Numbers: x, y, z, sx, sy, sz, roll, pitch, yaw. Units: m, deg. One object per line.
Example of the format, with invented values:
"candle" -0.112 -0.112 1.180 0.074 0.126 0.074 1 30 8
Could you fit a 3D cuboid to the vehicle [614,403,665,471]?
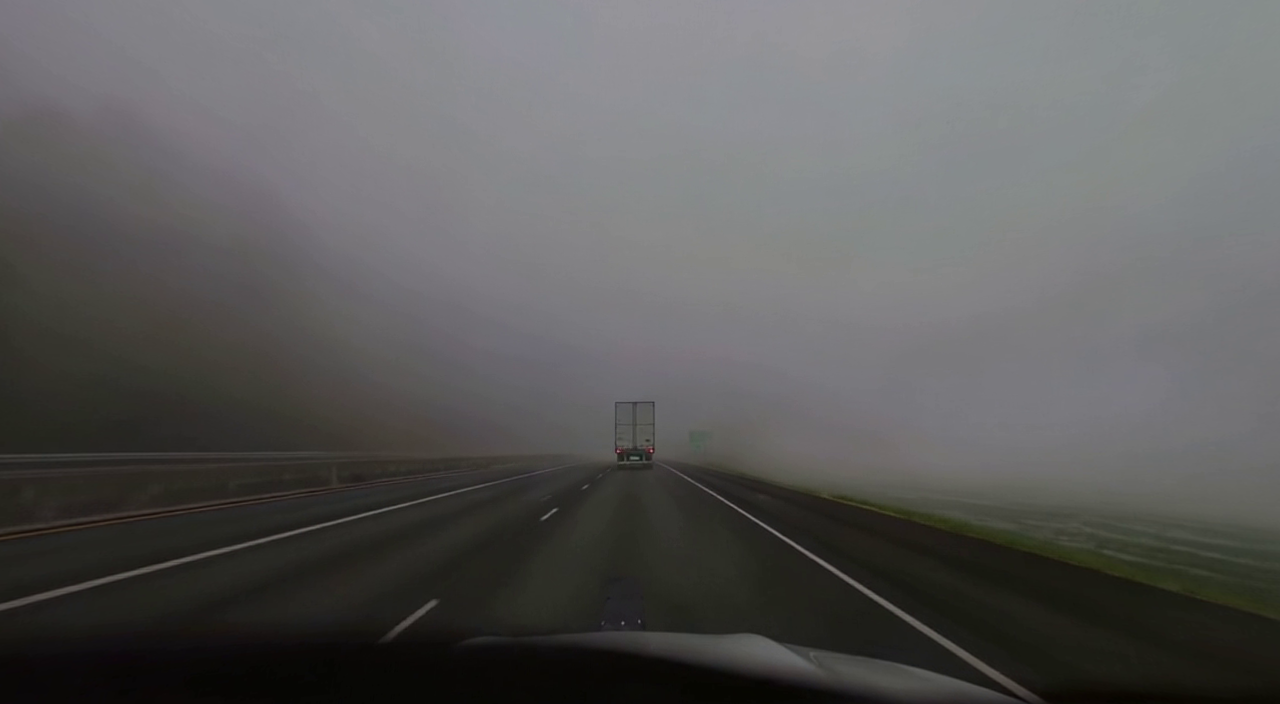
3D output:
"vehicle" -0.116 5.809 42.296 2.982 3.947 11.075 0 -9 -1
